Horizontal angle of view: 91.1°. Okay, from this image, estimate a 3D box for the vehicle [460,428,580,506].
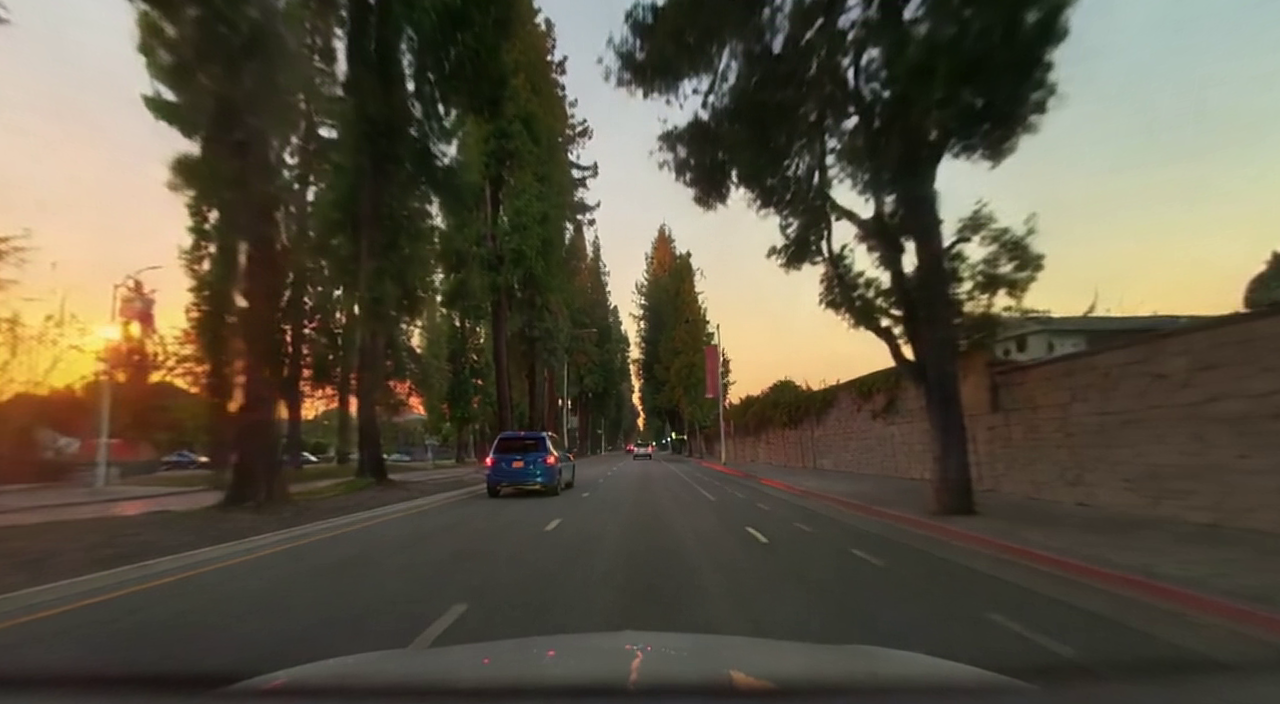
[{"bbox_3d":[-3.093,3.097,17.414,2.281,1.837,4.845,0,-9,1],"label":"vehicle"}]
